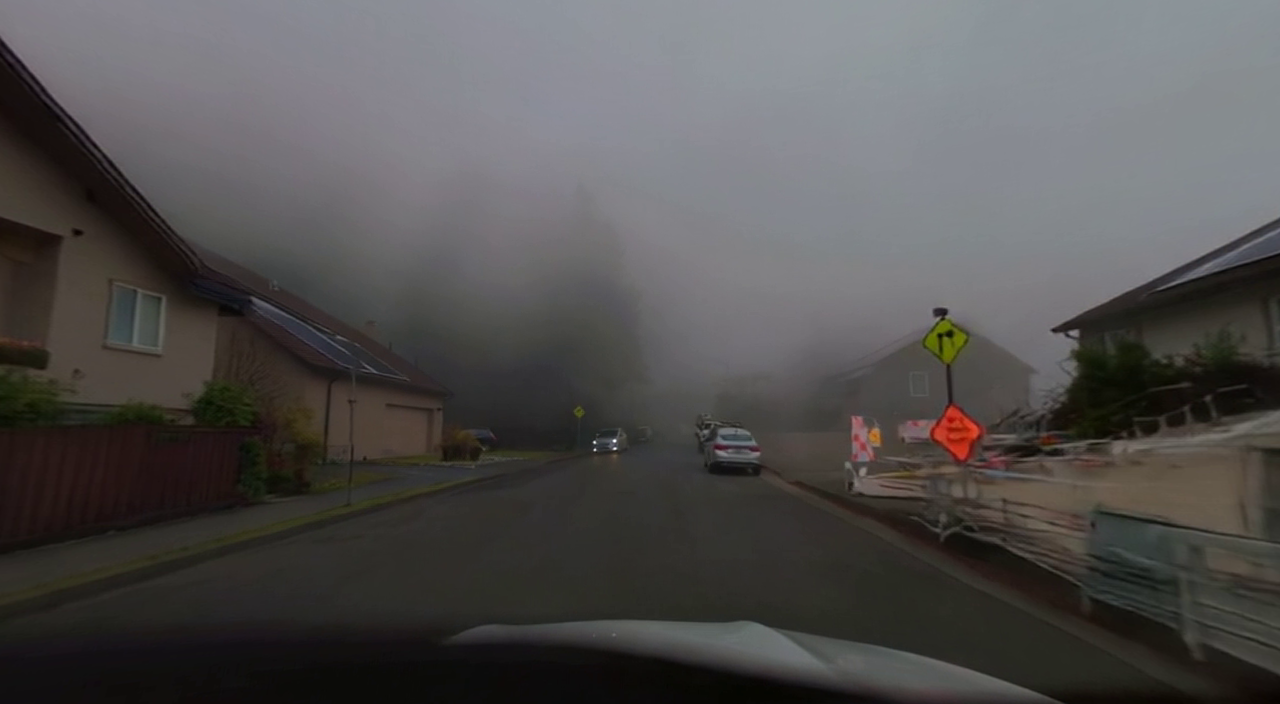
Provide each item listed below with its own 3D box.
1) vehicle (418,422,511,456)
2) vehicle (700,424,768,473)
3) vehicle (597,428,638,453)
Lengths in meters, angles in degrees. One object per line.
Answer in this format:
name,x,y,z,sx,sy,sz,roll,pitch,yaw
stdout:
vehicle,-9.297,4.634,33.535,4.205,1.745,2.121,-1,-8,6
vehicle,3.073,3.223,21.303,1.998,1.494,3.927,-1,-8,5
vehicle,-1.346,5.586,39.941,1.972,1.499,4.191,-1,-8,7
